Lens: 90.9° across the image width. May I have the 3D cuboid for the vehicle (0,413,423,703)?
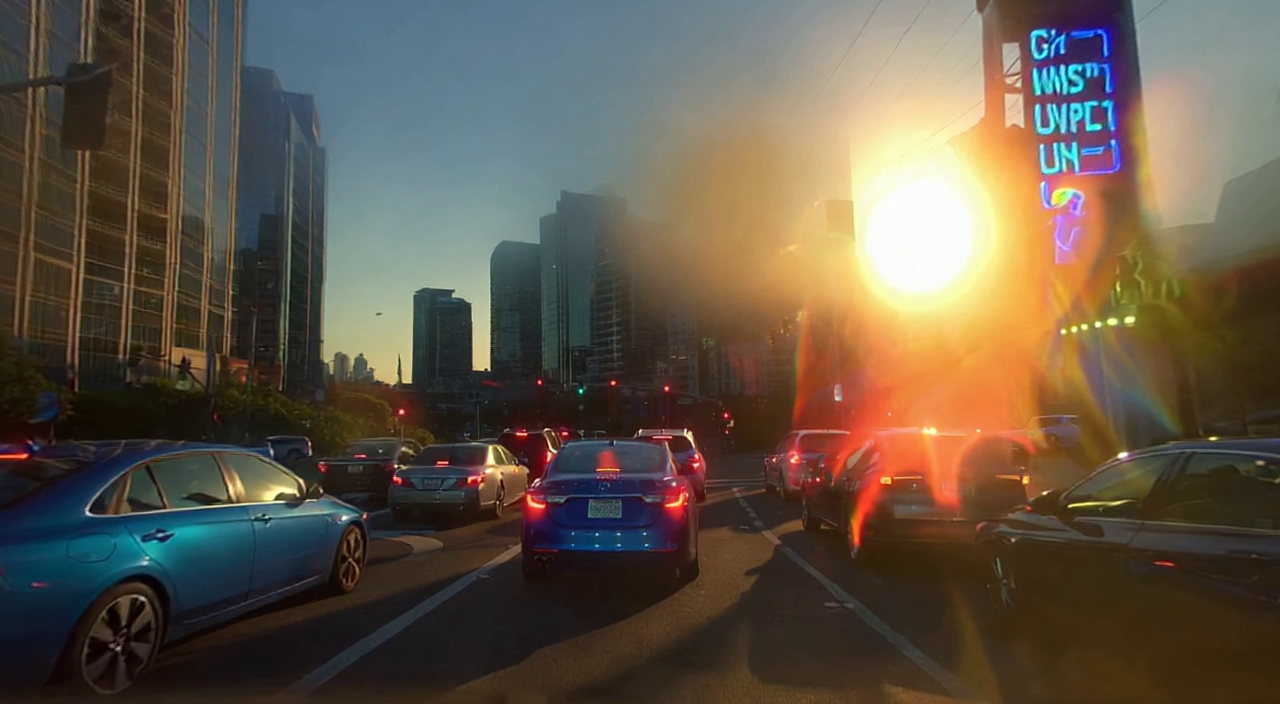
[{"bbox_3d":[-3.410,1.299,4.718,1.980,1.454,4.226,0,-8,1],"label":"vehicle"}]

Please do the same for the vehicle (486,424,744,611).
[{"bbox_3d":[-0.190,1.623,7.107,2.059,1.477,3.988,0,-8,0],"label":"vehicle"}]

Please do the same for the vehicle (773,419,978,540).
[{"bbox_3d":[3.760,2.104,11.034,2.007,1.683,4.171,0,-8,1],"label":"vehicle"}]

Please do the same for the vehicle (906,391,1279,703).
[{"bbox_3d":[3.402,1.069,3.493,1.981,1.499,4.536,0,-8,2],"label":"vehicle"}]
